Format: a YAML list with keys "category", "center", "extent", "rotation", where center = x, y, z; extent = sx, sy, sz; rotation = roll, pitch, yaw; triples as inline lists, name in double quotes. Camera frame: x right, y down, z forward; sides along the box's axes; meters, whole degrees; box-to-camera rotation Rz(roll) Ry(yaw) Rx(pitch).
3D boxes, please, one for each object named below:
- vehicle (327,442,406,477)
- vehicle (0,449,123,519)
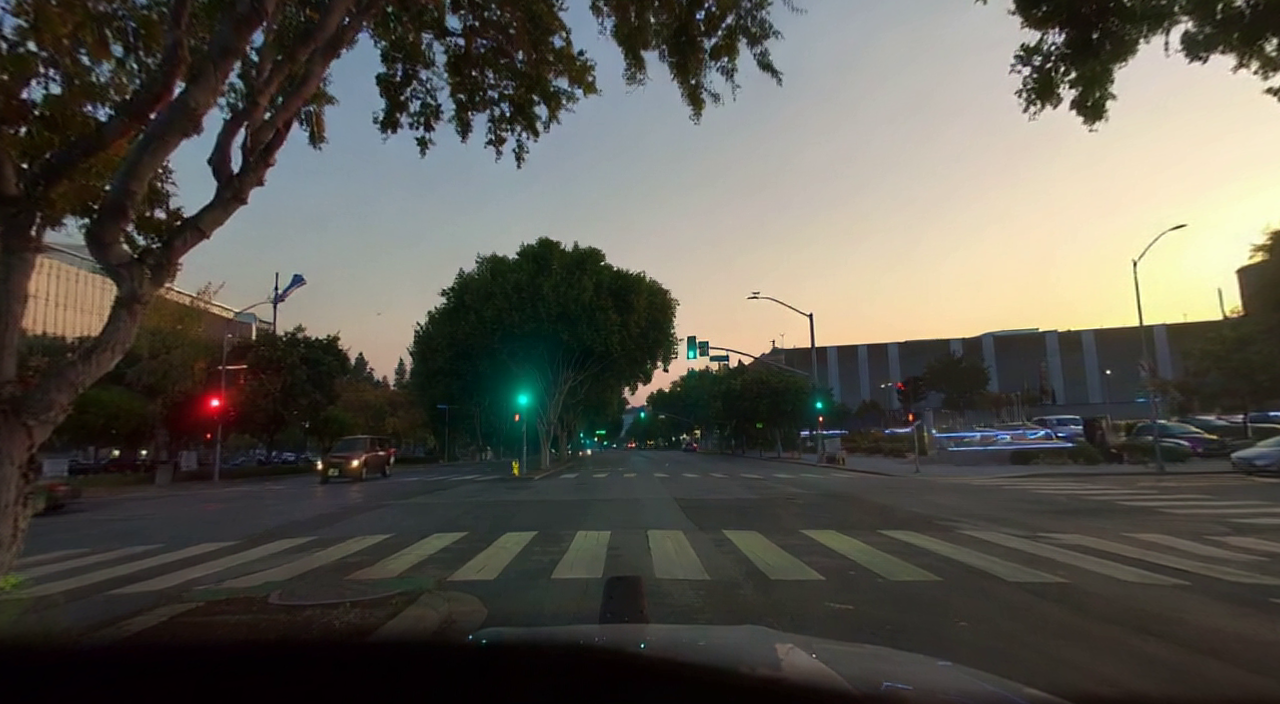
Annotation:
- category: "vehicle"
  center: [-14.845, 5.814, 34.532]
  extent: [2.169, 1.753, 4.640]
  rotation: [0, -8, 1]
- category: "vehicle"
  center: [-16.686, 3.373, 16.259]
  extent: [4.569, 1.658, 2.153]
  rotation: [2, -9, -12]
